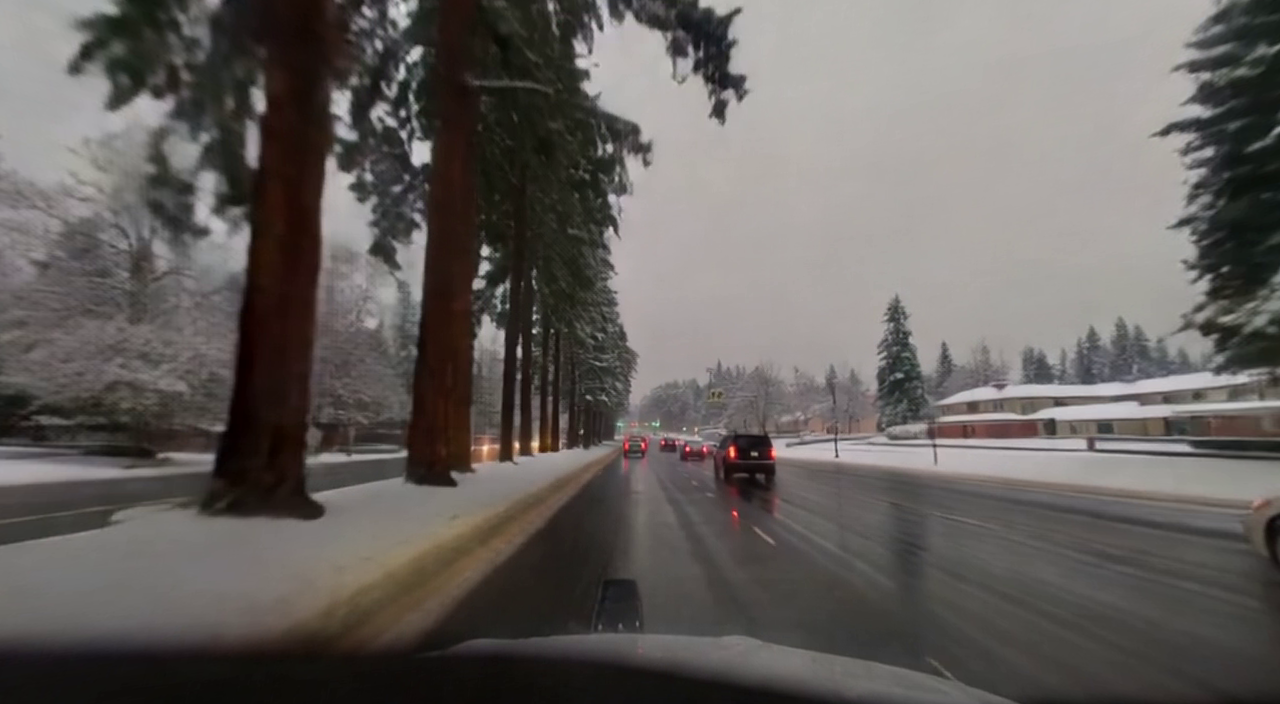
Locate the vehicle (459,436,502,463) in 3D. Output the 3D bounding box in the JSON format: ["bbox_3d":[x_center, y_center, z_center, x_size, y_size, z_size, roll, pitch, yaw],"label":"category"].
[{"bbox_3d":[-10.742,6.620,42.886,2.058,1.716,4.266,1,-9,-3],"label":"vehicle"}]

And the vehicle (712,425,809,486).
[{"bbox_3d":[3.871,3.474,21.327,2.209,1.813,4.724,0,-9,-2],"label":"vehicle"}]

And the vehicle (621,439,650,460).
[{"bbox_3d":[-0.341,6.958,44.991,1.988,1.418,4.214,0,-9,-1],"label":"vehicle"}]

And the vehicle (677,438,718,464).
[{"bbox_3d":[3.470,6.140,39.108,2.064,1.474,4.389,0,-9,-1],"label":"vehicle"}]
